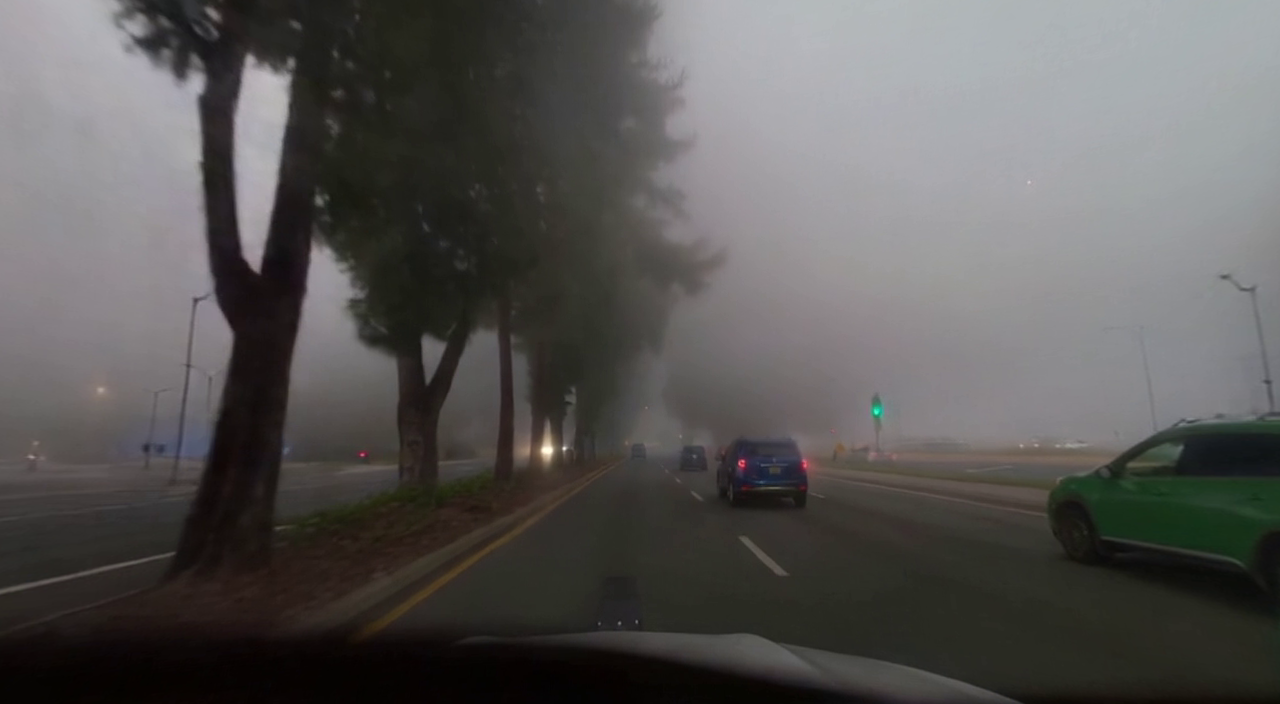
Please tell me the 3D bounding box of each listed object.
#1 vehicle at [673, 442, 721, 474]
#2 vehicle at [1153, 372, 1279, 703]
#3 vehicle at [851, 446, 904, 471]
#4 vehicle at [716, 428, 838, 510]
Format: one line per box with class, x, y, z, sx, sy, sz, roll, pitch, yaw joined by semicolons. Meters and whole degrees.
vehicle;2.832;5.336;32.085;1.980;1.484;4.093;1;-8;-1
vehicle;3.165;0.563;0.105;1.932;1.547;4.992;1;-8;0
vehicle;15.392;6.893;40.970;1.815;1.493;4.135;1;-8;0
vehicle;3.168;2.795;15.528;2.075;1.698;4.142;1;-8;0
